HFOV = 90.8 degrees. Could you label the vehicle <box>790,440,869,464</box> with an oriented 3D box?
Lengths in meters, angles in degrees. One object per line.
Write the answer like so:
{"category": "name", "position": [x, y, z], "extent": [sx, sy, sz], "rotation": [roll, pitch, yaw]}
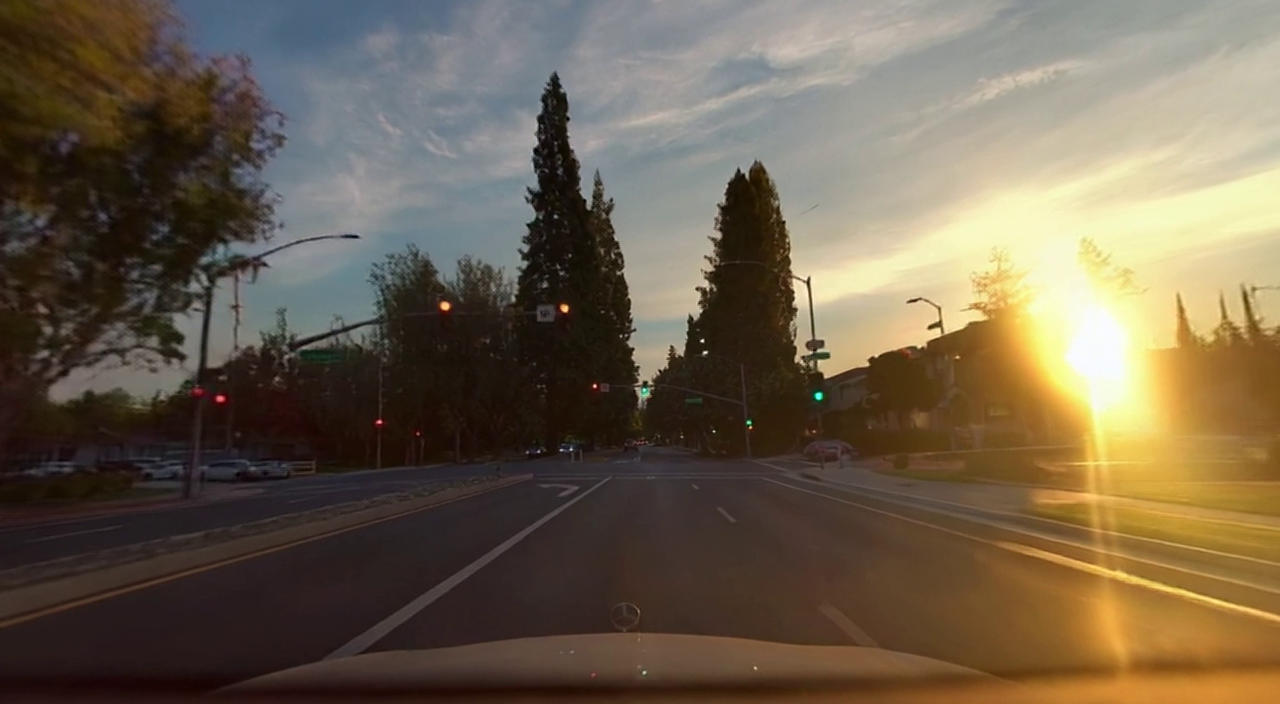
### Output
{"category": "vehicle", "position": [12.612, 6.696, 42.181], "extent": [4.611, 1.505, 2.029], "rotation": [0, -9, 0]}

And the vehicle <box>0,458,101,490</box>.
{"category": "vehicle", "position": [-35.056, 7.181, 37.437], "extent": [4.516, 1.756, 2.201], "rotation": [-2, -9, 9]}

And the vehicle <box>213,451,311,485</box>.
{"category": "vehicle", "position": [-21.873, 6.713, 36.667], "extent": [4.445, 1.805, 1.944], "rotation": [-2, -8, 3]}

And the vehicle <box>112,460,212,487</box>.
{"category": "vehicle", "position": [-28.224, 7.175, 37.392], "extent": [4.505, 1.460, 1.929], "rotation": [-1, -9, 6]}
